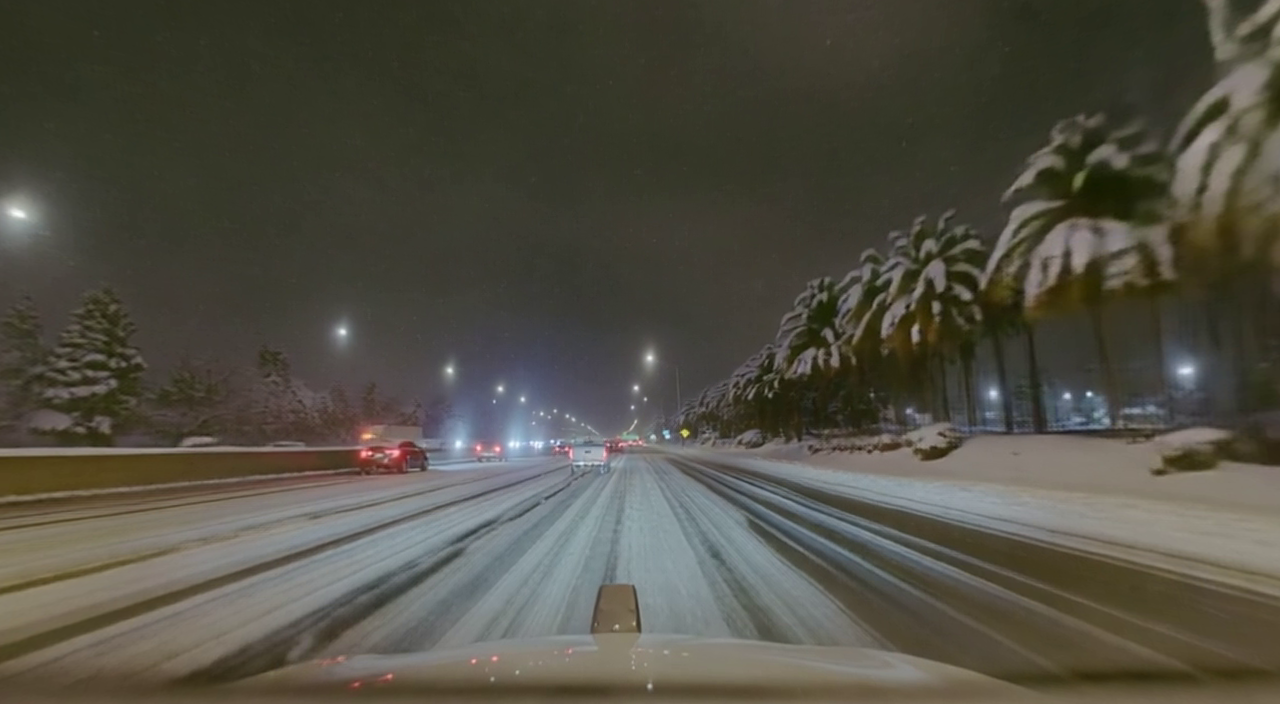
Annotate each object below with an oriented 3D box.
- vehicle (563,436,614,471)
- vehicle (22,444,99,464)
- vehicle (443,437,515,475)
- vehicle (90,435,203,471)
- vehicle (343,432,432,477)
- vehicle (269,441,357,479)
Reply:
[{"bbox_3d":[-2.495,5.088,31.874,2.201,1.672,4.128,0,-8,0],"label":"vehicle"},{"bbox_3d":[-45.558,7.990,49.753,1.757,1.469,4.465,0,-8,1],"label":"vehicle"},{"bbox_3d":[-7.544,4.913,30.121,2.204,1.677,4.438,0,-8,1],"label":"vehicle"},{"bbox_3d":[-21.620,4.431,27.918,1.852,1.445,3.833,0,-8,0],"label":"vehicle"},{"bbox_3d":[-11.454,4.673,29.054,1.986,1.875,4.902,0,-8,1],"label":"vehicle"},{"bbox_3d":[-15.436,5.080,30.122,1.836,1.662,4.317,0,-8,1],"label":"vehicle"}]
